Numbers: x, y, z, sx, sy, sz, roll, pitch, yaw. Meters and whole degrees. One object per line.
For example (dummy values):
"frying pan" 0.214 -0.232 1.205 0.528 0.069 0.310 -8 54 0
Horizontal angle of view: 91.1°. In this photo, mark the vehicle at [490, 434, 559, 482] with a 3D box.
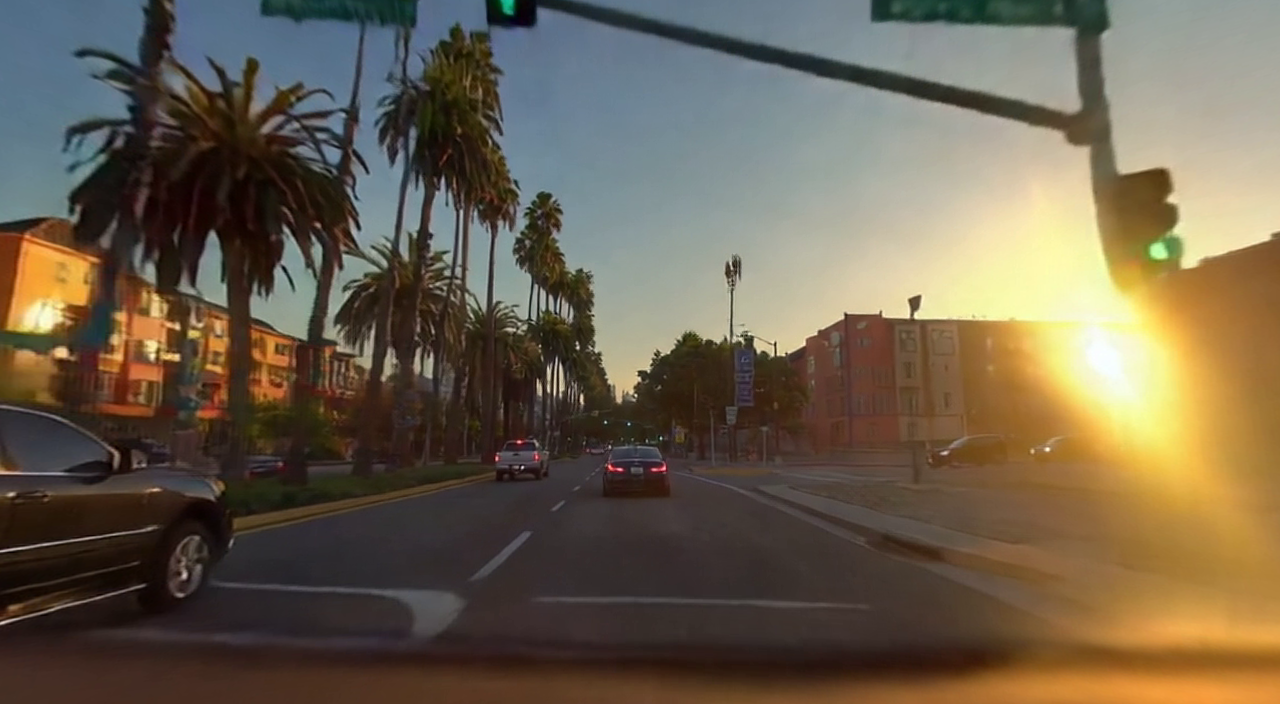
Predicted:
"vehicle" -5.441 5.091 30.598 2.447 2.062 5.911 0 -8 -2

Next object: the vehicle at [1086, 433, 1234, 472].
"vehicle" 26.767 5.197 32.464 5.602 1.903 2.128 0 -8 2

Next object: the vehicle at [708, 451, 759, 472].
"vehicle" 6.008 6.944 39.994 2.949 1.209 3.070 -2 -9 14

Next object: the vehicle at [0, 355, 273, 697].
"vehicle" -4.691 0.916 3.077 2.187 1.904 6.103 0 -8 -1

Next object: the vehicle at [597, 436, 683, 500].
"vehicle" -0.073 3.194 17.672 2.122 1.562 4.152 0 -8 -2
